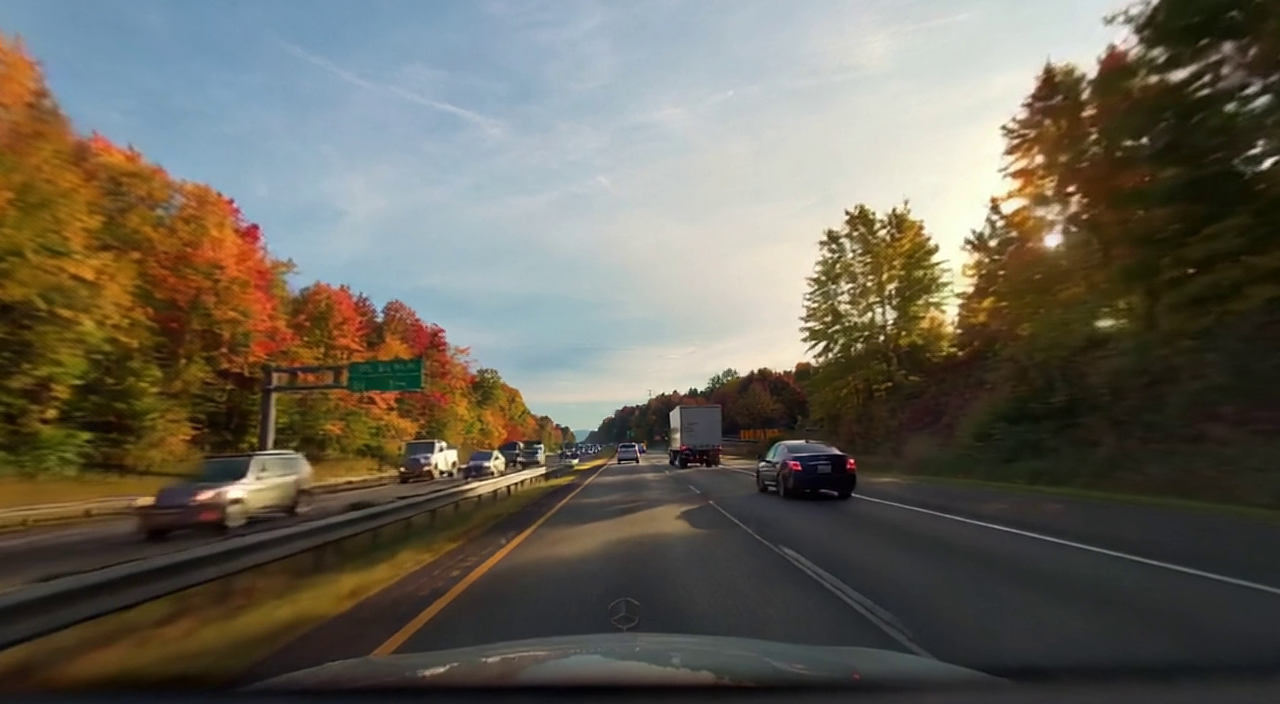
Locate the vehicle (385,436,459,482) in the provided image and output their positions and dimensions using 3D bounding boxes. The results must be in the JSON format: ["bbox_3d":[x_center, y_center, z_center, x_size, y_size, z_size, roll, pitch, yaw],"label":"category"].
[{"bbox_3d":[-14.035,6.962,40.971,2.380,2.710,6.976,0,-9,-1],"label":"vehicle"}]

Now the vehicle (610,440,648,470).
[{"bbox_3d":[-0.678,6.350,38.630,2.168,1.705,4.272,0,-9,-1],"label":"vehicle"}]

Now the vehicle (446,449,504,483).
[{"bbox_3d":[-8.645,5.973,33.231,1.943,1.634,4.240,0,-9,0],"label":"vehicle"}]

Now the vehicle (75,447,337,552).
[{"bbox_3d":[-7.968,2.696,12.182,2.023,1.636,4.274,0,-9,0],"label":"vehicle"}]

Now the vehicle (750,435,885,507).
[{"bbox_3d":[4.195,2.895,15.624,1.997,1.504,4.236,0,-9,-1],"label":"vehicle"}]
